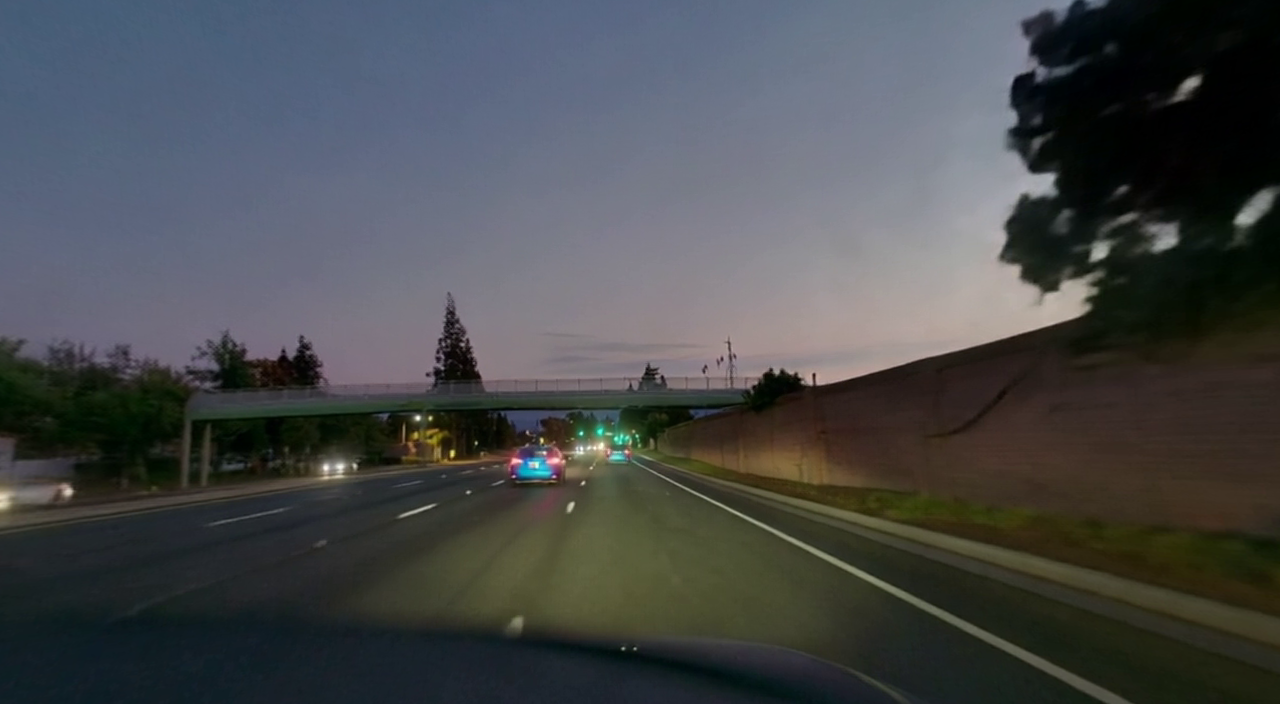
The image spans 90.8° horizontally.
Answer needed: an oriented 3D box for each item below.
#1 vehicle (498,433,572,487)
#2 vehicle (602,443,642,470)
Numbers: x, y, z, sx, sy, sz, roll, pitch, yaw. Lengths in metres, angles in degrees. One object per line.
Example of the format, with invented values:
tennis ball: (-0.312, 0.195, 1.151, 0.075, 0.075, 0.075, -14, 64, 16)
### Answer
vehicle: (-3.763, 3.969, 23.547, 2.223, 1.771, 4.581, 0, -8, -3)
vehicle: (-1.146, 6.206, 37.720, 2.205, 1.509, 4.272, 1, -8, -5)
